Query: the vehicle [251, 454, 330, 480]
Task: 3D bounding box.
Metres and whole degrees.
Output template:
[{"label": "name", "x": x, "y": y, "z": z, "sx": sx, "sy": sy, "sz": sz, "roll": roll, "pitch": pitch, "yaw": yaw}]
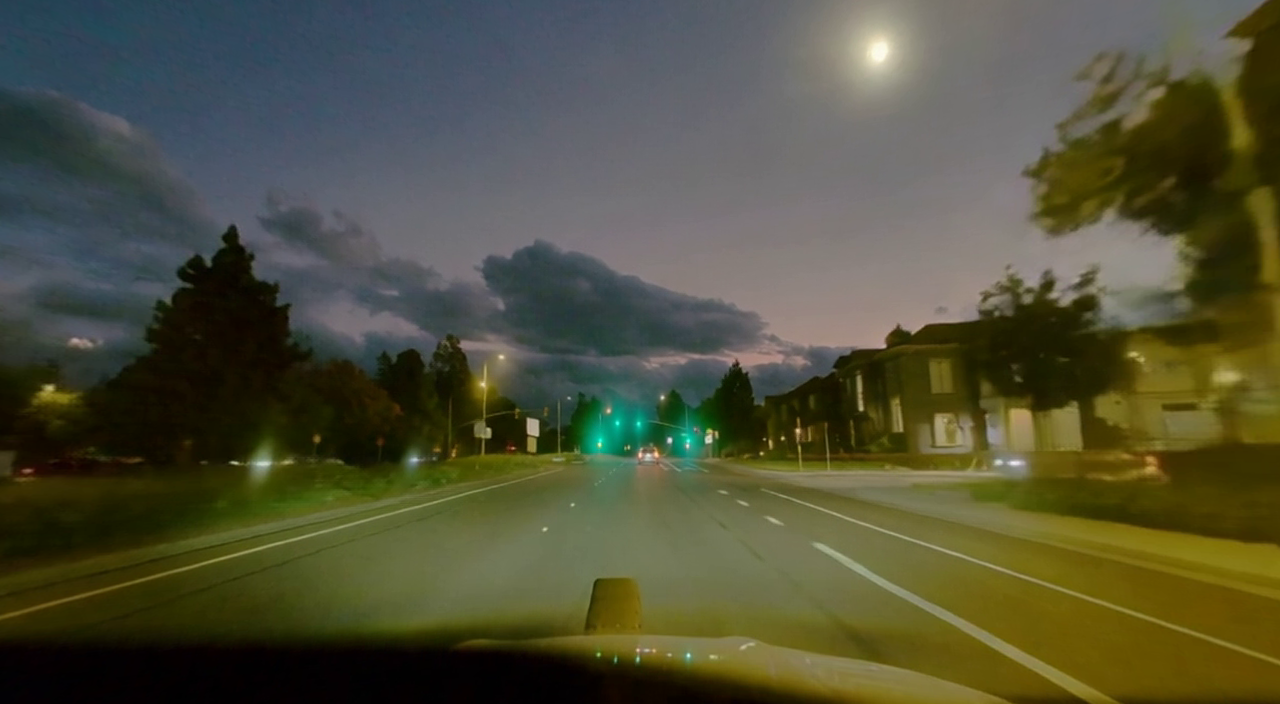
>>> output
[{"label": "vehicle", "x": -19.794, "y": 6.509, "z": 36.001, "sx": 1.966, "sy": 1.341, "sz": 4.442, "roll": 0, "pitch": -9, "yaw": 0}]
